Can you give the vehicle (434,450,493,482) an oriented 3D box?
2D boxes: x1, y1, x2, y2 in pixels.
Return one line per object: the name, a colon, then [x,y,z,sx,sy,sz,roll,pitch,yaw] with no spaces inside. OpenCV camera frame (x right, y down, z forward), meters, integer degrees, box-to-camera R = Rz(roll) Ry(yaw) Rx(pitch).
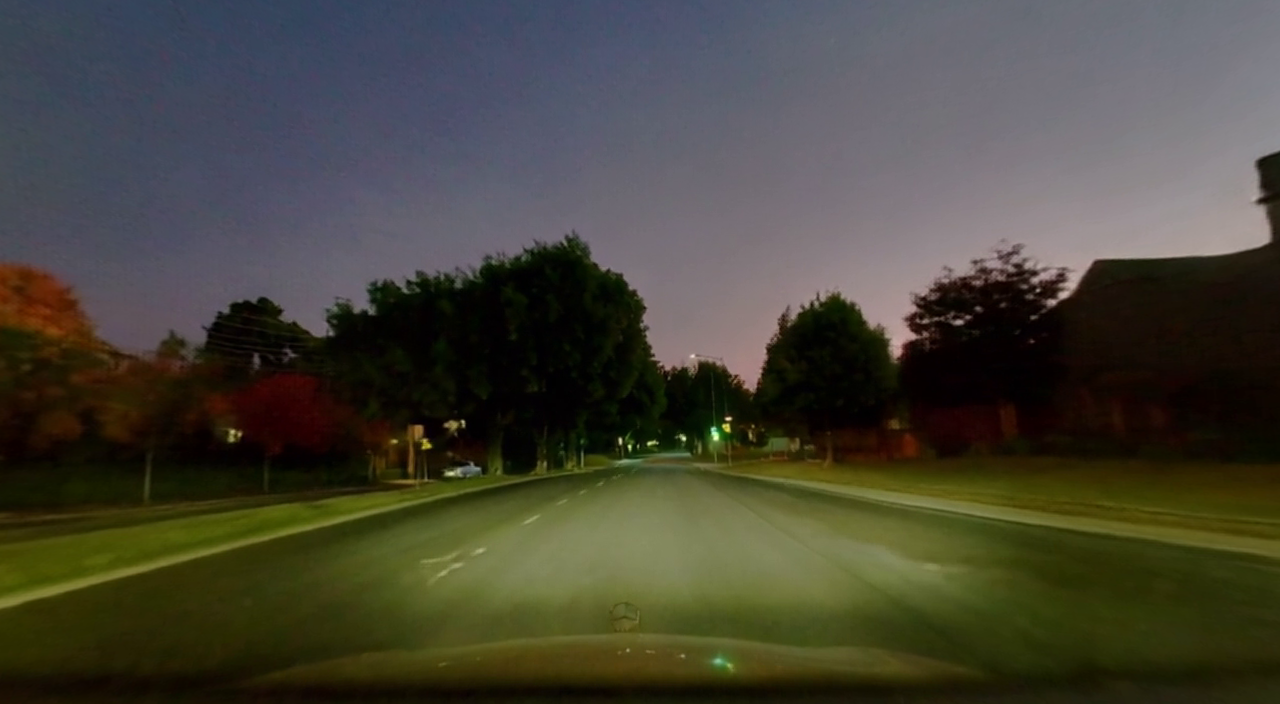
vehicle: [-10.974,7.102,39.749,2.113,1.788,4.701,-2,-9,4]
